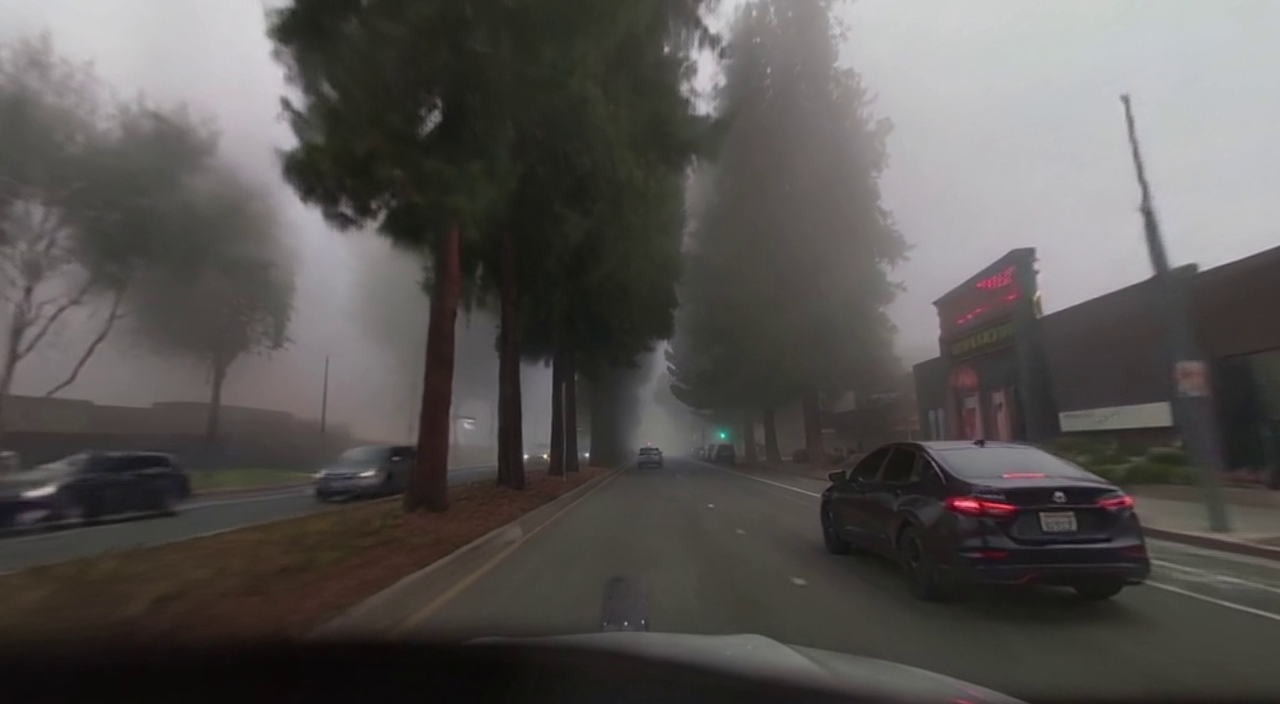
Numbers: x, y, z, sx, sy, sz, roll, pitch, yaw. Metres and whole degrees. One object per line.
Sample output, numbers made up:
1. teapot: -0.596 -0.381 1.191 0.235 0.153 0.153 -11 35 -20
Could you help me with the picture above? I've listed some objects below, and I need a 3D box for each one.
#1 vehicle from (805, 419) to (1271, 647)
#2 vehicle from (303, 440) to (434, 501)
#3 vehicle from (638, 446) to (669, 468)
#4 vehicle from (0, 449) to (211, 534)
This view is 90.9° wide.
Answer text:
1. vehicle: 3.204 1.514 6.306 1.989 1.498 4.050 0 -8 0
2. vehicle: -8.208 3.585 19.602 2.013 1.637 4.479 -1 -8 1
3. vehicle: 0.859 6.857 41.433 1.945 1.343 3.827 0 -8 0
4. vehicle: -12.022 3.015 14.149 1.869 1.529 4.355 -2 -9 -3
